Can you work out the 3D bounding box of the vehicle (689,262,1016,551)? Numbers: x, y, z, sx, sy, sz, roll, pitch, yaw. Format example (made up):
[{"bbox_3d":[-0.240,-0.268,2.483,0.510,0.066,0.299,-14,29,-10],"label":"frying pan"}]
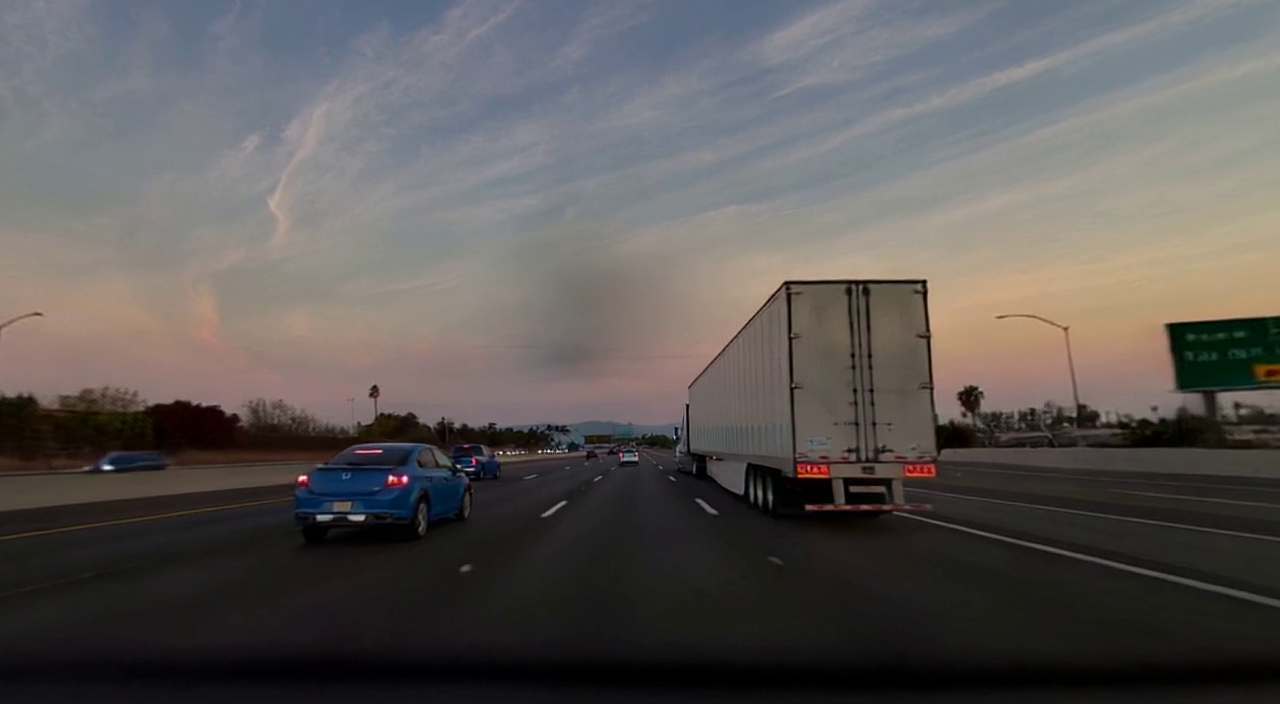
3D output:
[{"bbox_3d":[3.611,1.928,17.141,2.891,4.123,16.415,0,-9,-1],"label":"vehicle"}]

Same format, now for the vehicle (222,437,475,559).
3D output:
[{"bbox_3d":[-4.276,2.179,10.168,2.120,1.537,4.139,0,-9,0],"label":"vehicle"}]

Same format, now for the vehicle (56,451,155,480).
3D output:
[{"bbox_3d":[-36.359,7.690,43.063,2.037,1.800,5.396,0,-9,0],"label":"vehicle"}]
